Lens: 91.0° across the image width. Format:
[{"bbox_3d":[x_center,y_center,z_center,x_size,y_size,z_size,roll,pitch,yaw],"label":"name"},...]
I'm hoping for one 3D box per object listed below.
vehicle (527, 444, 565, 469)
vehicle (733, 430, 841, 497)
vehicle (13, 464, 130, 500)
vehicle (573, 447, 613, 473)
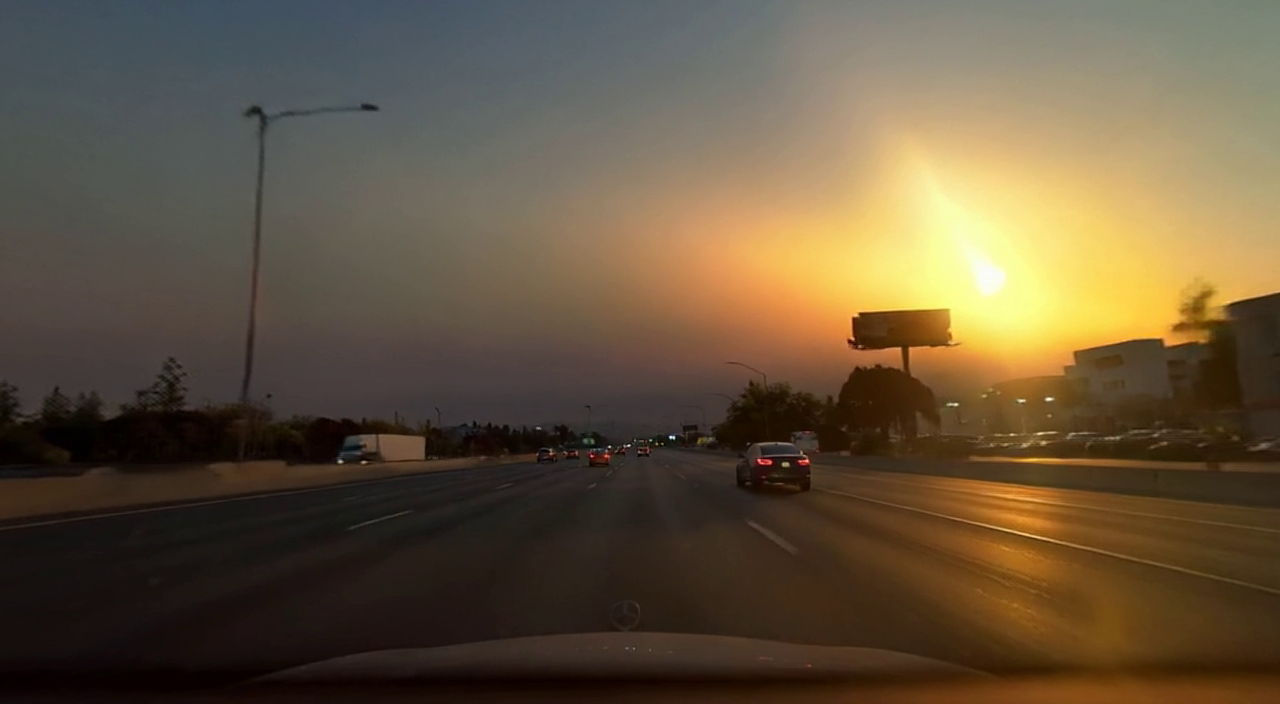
[{"bbox_3d":[-7.303,8.130,49.177,2.112,1.813,4.716,-1,-9,2],"label":"vehicle"},{"bbox_3d":[4.321,3.369,19.357,2.109,1.764,4.704,0,-9,-1],"label":"vehicle"},{"bbox_3d":[-27.666,6.303,30.839,1.909,1.541,4.044,0,-9,0],"label":"vehicle"},{"bbox_3d":[-2.830,6.640,38.953,2.139,1.510,4.506,0,-9,0],"label":"vehicle"}]
